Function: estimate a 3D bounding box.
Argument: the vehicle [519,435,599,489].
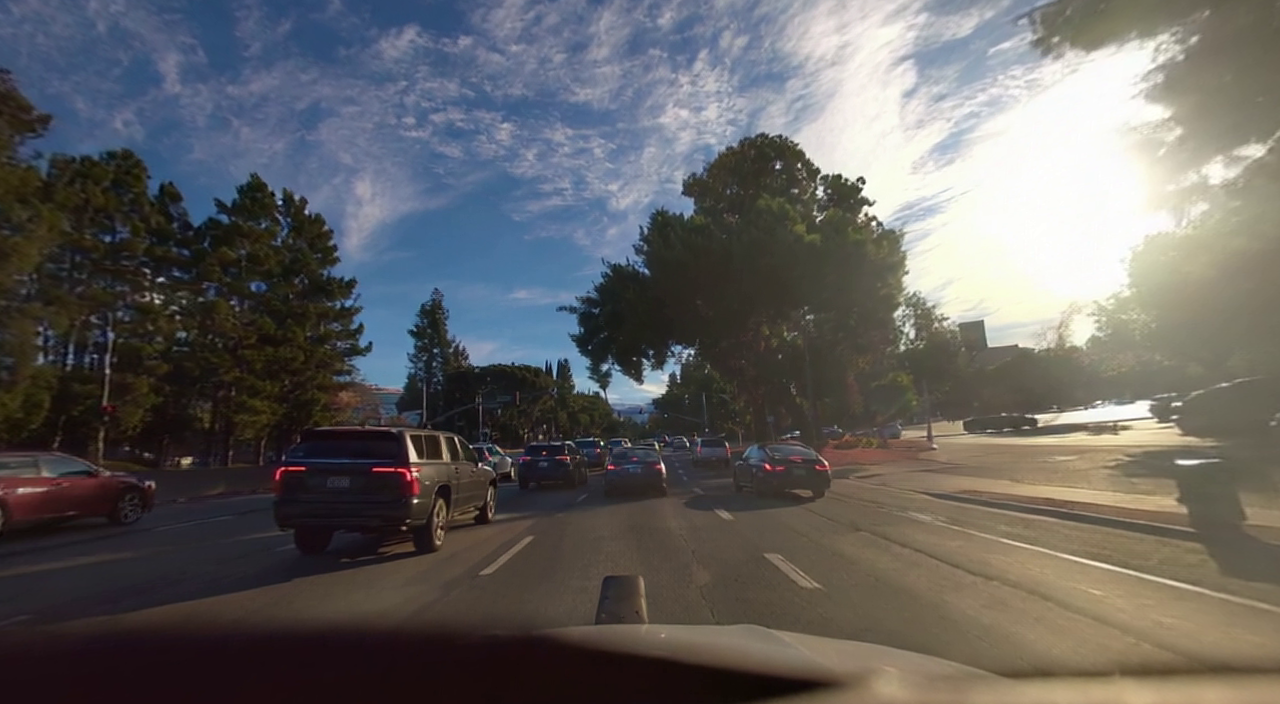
[{"bbox_3d":[-2.935,4.129,24.023,2.218,1.829,4.492,-1,-8,3],"label":"vehicle"}]

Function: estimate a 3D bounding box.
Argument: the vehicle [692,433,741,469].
[{"bbox_3d":[4.119,5.450,34.836,2.099,1.845,4.363,0,-8,-1],"label":"vehicle"}]

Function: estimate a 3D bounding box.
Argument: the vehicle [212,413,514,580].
[{"bbox_3d":[-3.463,1.922,9.385,2.111,1.745,5.274,0,-8,0],"label":"vehicle"}]

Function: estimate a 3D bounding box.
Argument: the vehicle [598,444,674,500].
[{"bbox_3d":[-0.086,3.536,19.119,2.030,1.477,4.330,0,-8,1],"label":"vehicle"}]

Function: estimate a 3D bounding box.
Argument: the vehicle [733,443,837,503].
[{"bbox_3d":[3.894,3.311,17.758,1.884,1.463,4.195,0,-8,-1],"label":"vehicle"}]

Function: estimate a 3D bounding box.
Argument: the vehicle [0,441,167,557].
[{"bbox_3d":[-9.315,1.965,8.616,2.146,1.480,4.589,0,-8,0],"label":"vehicle"}]
